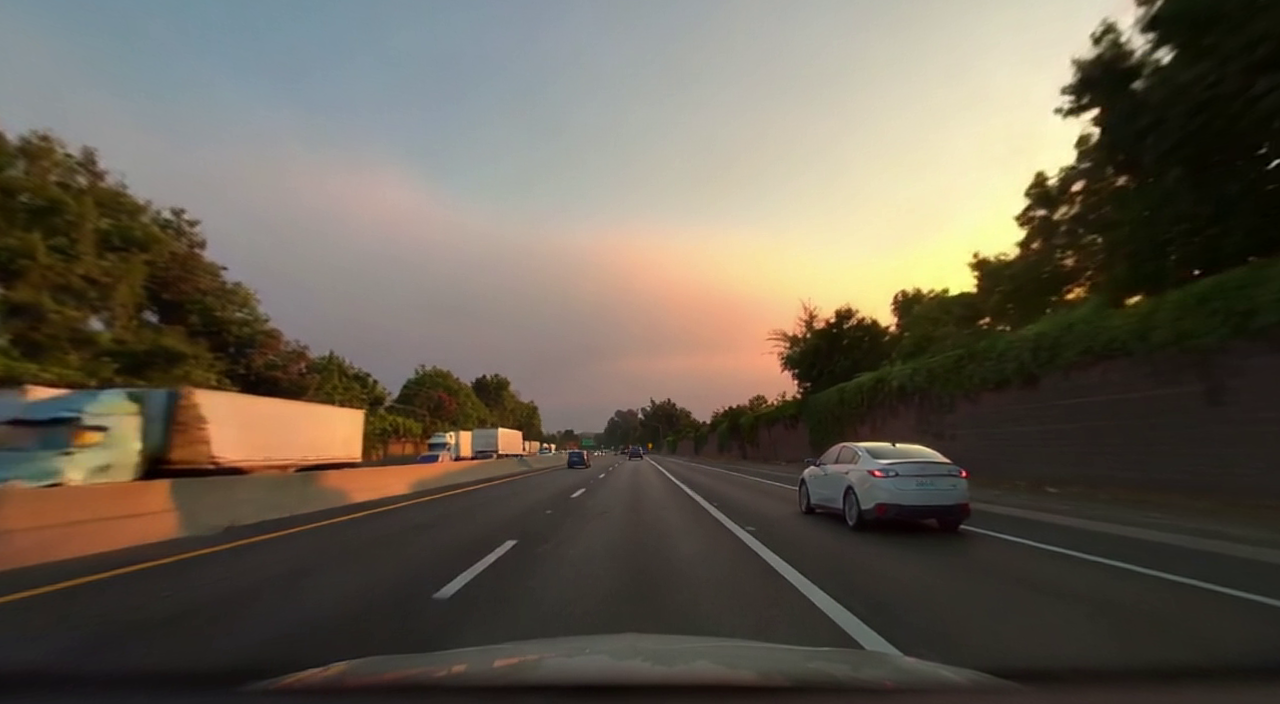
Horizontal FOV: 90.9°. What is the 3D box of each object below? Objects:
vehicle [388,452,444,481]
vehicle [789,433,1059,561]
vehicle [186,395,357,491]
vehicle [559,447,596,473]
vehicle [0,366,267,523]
[{"bbox_3d":[-12.707,6.498,35.975,1.783,1.511,3.874,1,-9,-1],"label":"vehicle"},{"bbox_3d":[3.904,2.073,9.734,2.053,1.504,4.386,0,-9,-1],"label":"vehicle"},{"bbox_3d":[-15.756,4.058,27.871,2.737,3.637,7.760,0,-9,0],"label":"vehicle"},{"bbox_3d":[-3.915,6.836,40.125,1.978,1.539,3.924,0,-9,0],"label":"vehicle"},{"bbox_3d":[-15.733,2.808,19.099,3.010,3.579,9.290,0,-9,0],"label":"vehicle"}]
